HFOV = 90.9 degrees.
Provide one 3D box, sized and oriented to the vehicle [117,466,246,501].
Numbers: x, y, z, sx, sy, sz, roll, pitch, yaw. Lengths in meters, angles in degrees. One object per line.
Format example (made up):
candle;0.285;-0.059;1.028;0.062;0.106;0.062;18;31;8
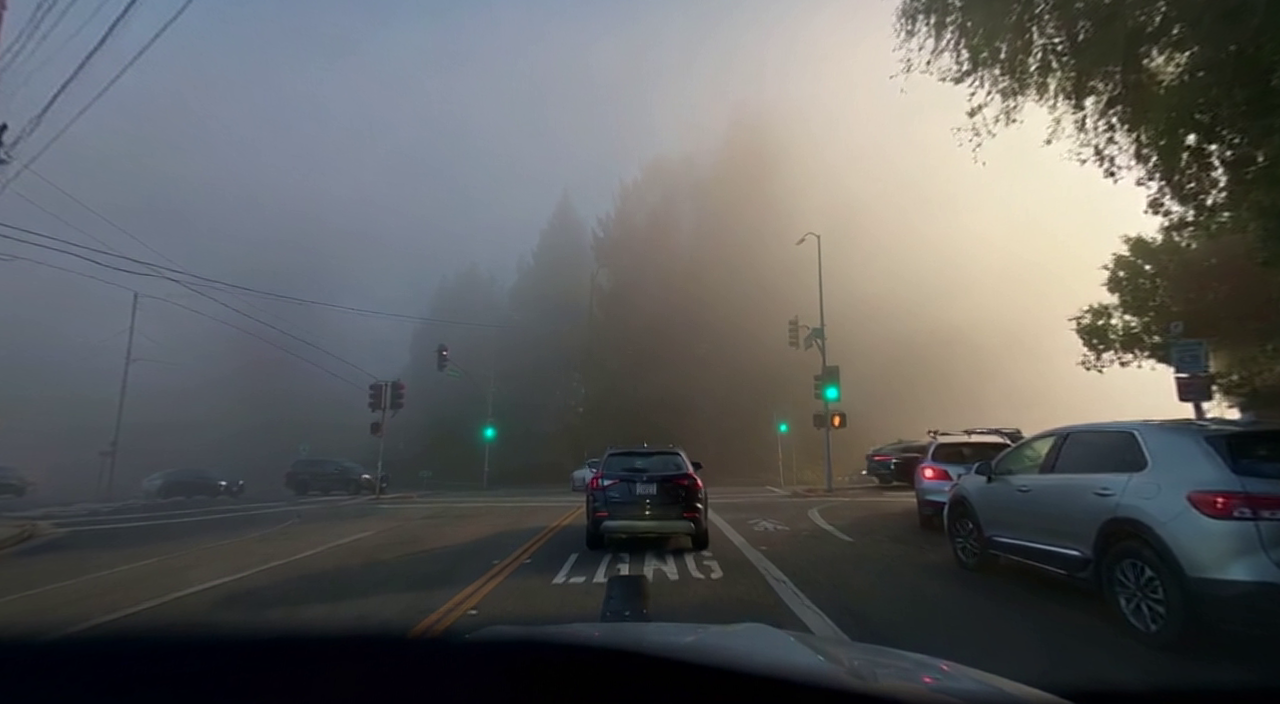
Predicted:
vehicle;-21.074;6.034;29.059;4.736;1.475;1.921;-2;-9;9

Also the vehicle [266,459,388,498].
vehicle;-13.879;5.592;28.065;4.485;1.625;1.980;-2;-9;10

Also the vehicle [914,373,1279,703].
vehicle;4.585;1.383;5.941;2.095;1.836;4.895;-1;-9;4

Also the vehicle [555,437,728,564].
vehicle;0.060;2.131;9.890;2.078;1.506;4.512;0;-9;1
